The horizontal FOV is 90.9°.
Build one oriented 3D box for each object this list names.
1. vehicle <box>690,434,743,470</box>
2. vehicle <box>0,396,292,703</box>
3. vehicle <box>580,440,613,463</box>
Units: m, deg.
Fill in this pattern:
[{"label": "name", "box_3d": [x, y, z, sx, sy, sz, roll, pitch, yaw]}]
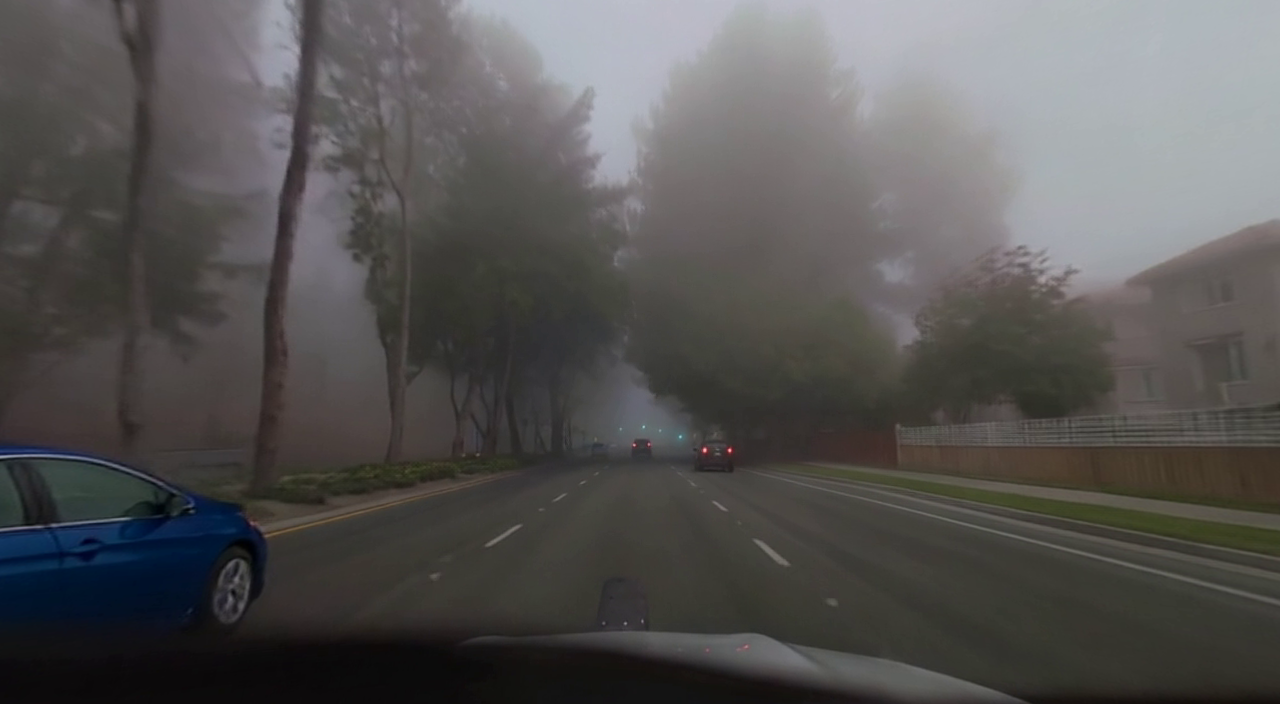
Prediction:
[{"label": "vehicle", "box_3d": [3.851, 5.133, 32.467, 2.182, 1.688, 4.187, 0, -8, -1]}, {"label": "vehicle", "box_3d": [-3.659, 0.873, 2.077, 2.091, 1.503, 4.989, -1, -8, 1]}, {"label": "vehicle", "box_3d": [-2.959, 6.858, 43.560, 1.940, 1.473, 4.133, -1, -8, 1]}]
